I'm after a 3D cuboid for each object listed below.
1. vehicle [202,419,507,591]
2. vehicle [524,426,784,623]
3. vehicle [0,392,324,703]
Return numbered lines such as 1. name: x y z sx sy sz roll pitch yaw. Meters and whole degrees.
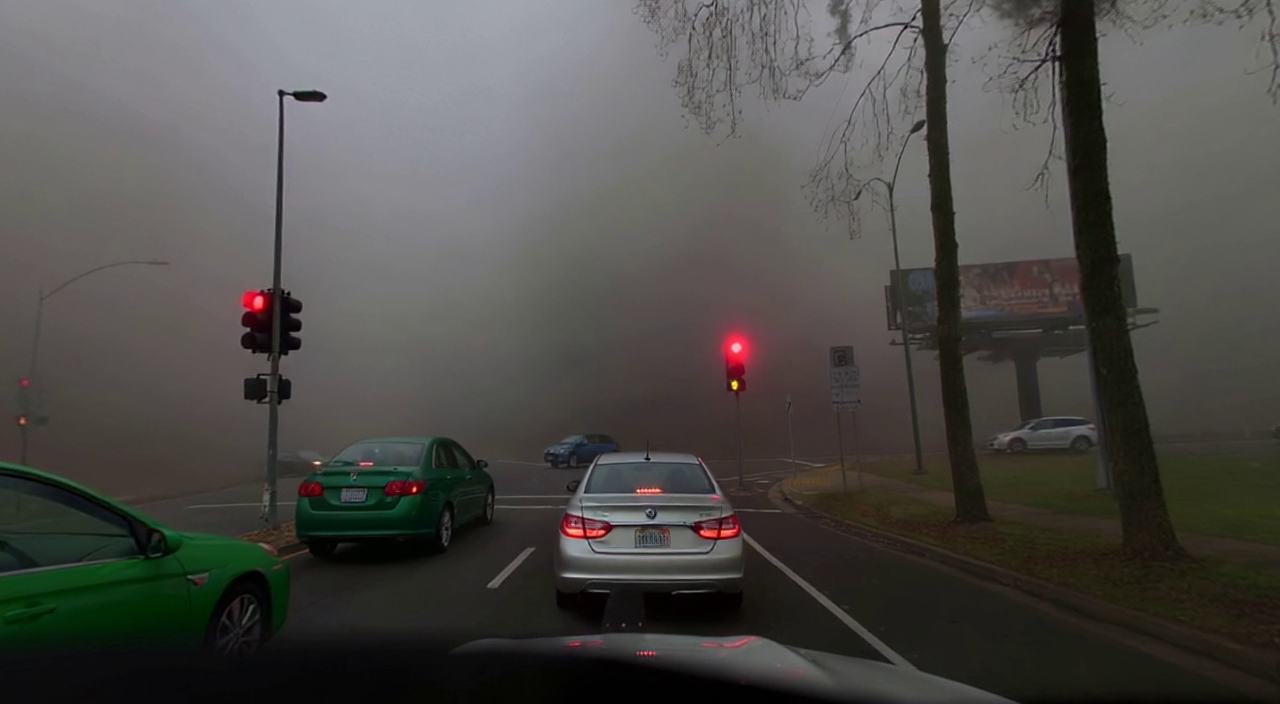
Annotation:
1. vehicle: -3.174 1.784 8.136 1.950 1.628 4.082 -1 -9 1
2. vehicle: 0.039 1.584 6.617 1.977 1.467 3.474 0 -9 -2
3. vehicle: -3.154 0.946 2.422 1.808 1.520 3.846 -1 -9 1
